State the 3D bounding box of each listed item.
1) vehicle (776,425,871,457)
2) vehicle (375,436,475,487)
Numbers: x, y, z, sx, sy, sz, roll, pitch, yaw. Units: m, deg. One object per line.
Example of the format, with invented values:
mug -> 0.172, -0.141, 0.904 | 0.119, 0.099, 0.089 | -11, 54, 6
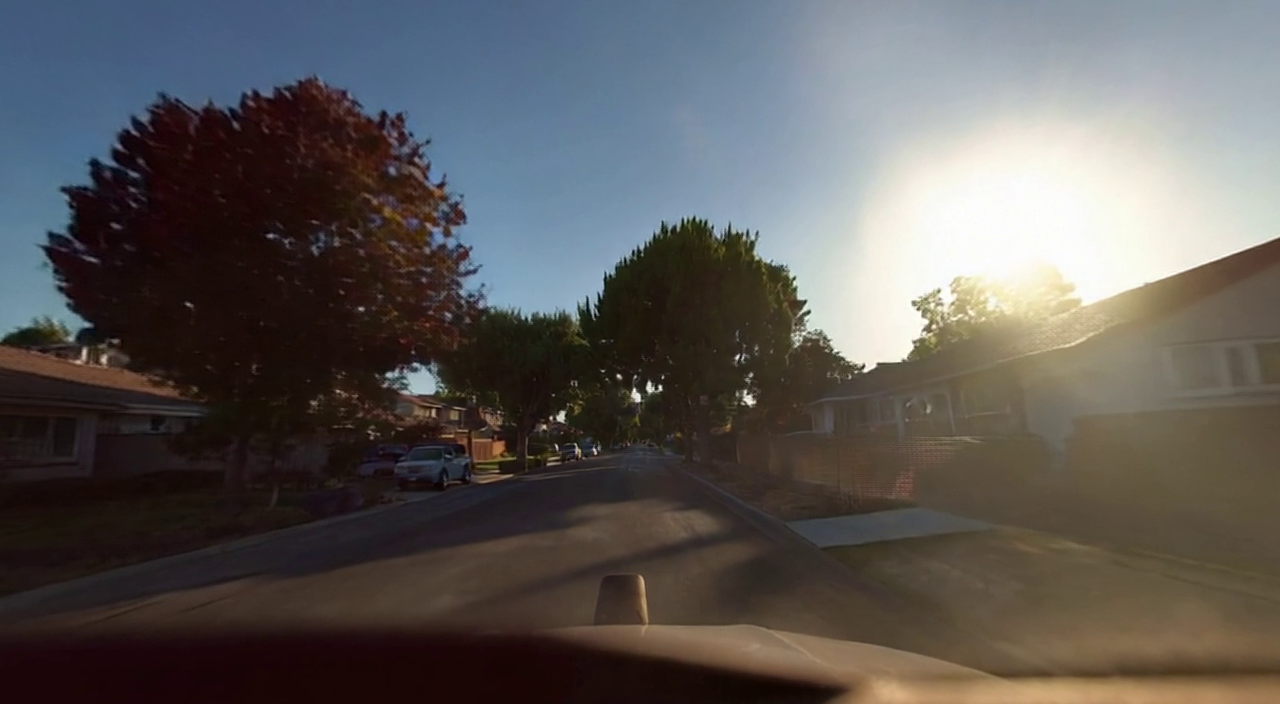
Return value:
vehicle -> 11.743, 5.717, 40.692 | 5.367, 1.953, 2.257 | 1, -9, -7
vehicle -> -8.627, 4.477, 25.965 | 2.352, 1.843, 4.979 | -1, -10, 0
